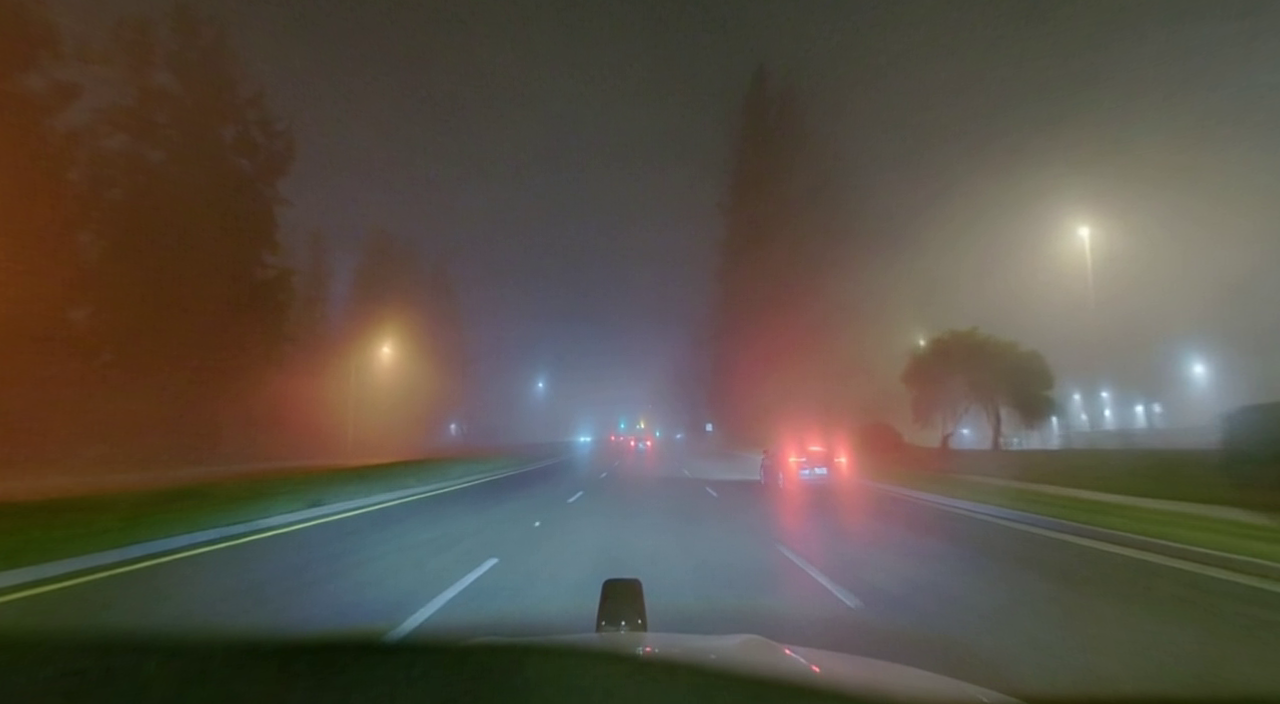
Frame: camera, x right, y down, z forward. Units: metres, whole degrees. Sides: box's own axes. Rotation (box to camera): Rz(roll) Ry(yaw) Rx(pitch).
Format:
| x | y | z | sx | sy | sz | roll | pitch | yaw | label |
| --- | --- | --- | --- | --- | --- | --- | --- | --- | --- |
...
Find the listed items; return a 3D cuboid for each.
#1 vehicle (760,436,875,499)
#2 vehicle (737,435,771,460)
| x | y | z | sx | sy | sz | roll | pitch | yaw | label |
| --- | --- | --- | --- | --- | --- | --- | --- | --- | --- |
| 4.755 | 3.154 | 17.532 | 1.913 | 1.516 | 4.322 | 0 | -8 | 0 | vehicle |
| 7.996 | 6.724 | 44.339 | 2.063 | 1.625 | 5.102 | -1 | -8 | 7 | vehicle |
